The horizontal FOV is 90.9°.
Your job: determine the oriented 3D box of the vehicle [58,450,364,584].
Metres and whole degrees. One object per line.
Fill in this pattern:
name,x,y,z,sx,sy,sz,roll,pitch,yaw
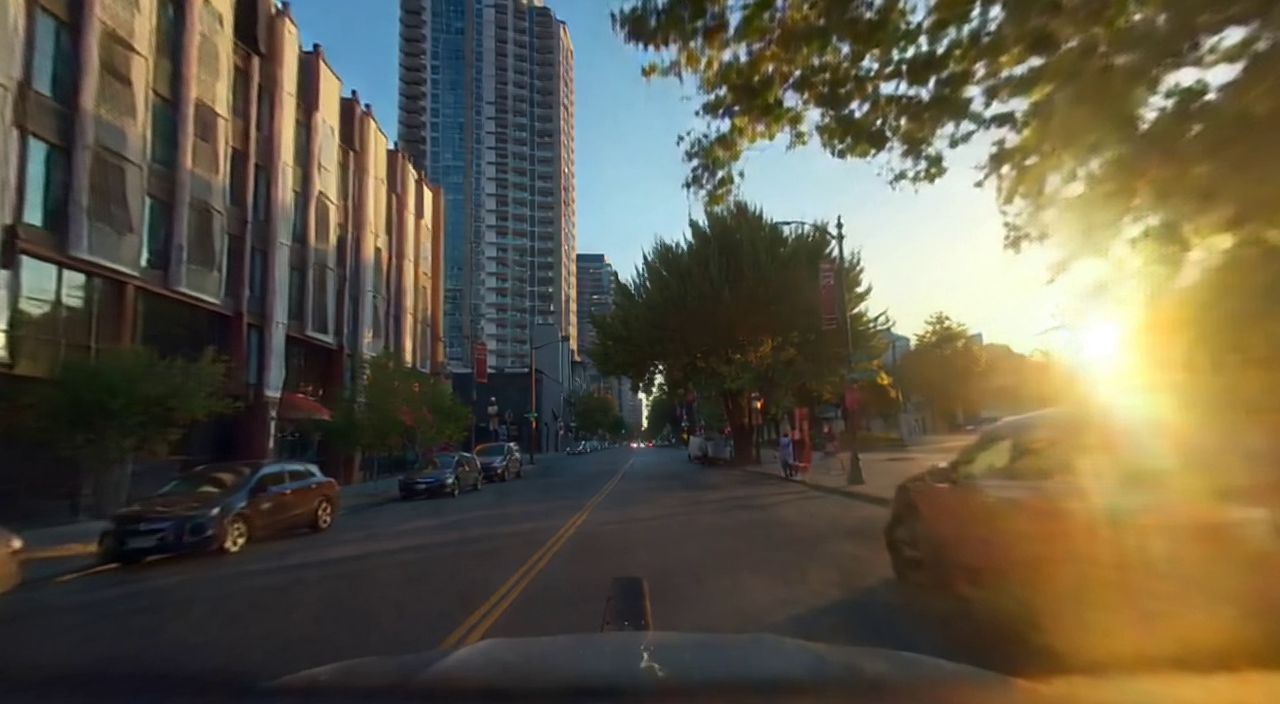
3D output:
vehicle,-6.645,2.515,10.583,2.110,1.498,4.555,-5,-8,-2

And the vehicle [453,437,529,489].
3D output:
vehicle,-6.491,4.854,27.995,2.273,1.871,4.920,-5,-8,-2

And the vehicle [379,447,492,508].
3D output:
vehicle,-6.651,4.089,21.142,2.270,1.539,4.855,-5,-8,-2

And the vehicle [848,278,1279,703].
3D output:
vehicle,3.916,1.000,4.651,2.568,2.001,5.999,1,-8,-2
